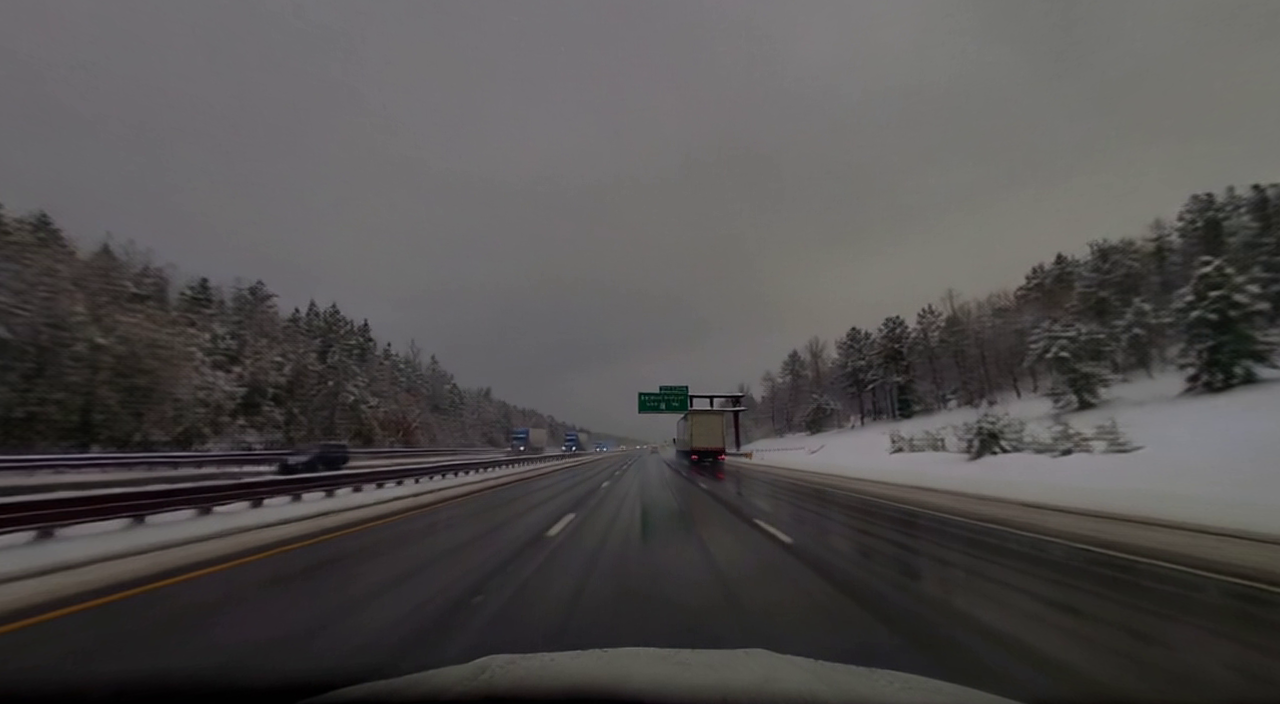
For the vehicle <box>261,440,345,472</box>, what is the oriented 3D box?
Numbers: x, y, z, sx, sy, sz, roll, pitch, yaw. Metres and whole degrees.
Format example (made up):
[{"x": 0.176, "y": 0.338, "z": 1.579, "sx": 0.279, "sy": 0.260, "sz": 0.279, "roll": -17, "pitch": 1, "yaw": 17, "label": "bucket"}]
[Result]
[{"x": -17.502, "y": 5.418, "z": 33.003, "sx": 1.874, "sy": 1.526, "sz": 4.423, "roll": 0, "pitch": -9, "yaw": 1, "label": "vehicle"}]
